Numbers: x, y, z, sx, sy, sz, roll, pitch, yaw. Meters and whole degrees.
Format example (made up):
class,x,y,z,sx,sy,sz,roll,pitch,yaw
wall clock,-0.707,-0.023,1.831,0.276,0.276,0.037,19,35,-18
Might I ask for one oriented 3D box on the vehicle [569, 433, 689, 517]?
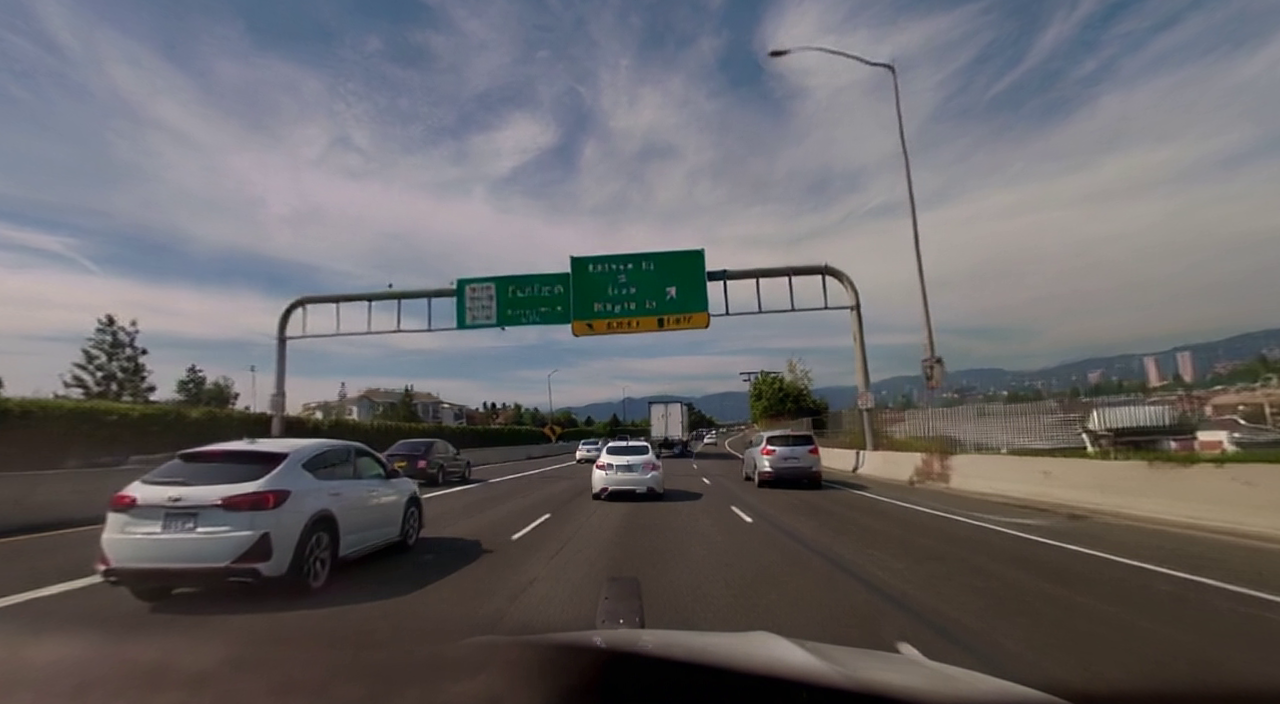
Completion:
class,x,y,z,sx,sy,sz,roll,pitch,yaw
vehicle,-0.165,2.490,13.286,2.136,1.470,3.971,-1,-9,1

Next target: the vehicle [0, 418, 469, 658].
class,x,y,z,sx,sy,sz,roll,pitch,yaw
vehicle,-3.601,1.541,6.516,2.130,1.474,5.027,-1,-9,2

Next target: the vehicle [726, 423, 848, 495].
class,x,y,z,sx,sy,sz,roll,pitch,yaw
vehicle,3.766,2.849,17.159,2.166,1.666,4.618,0,-9,0
